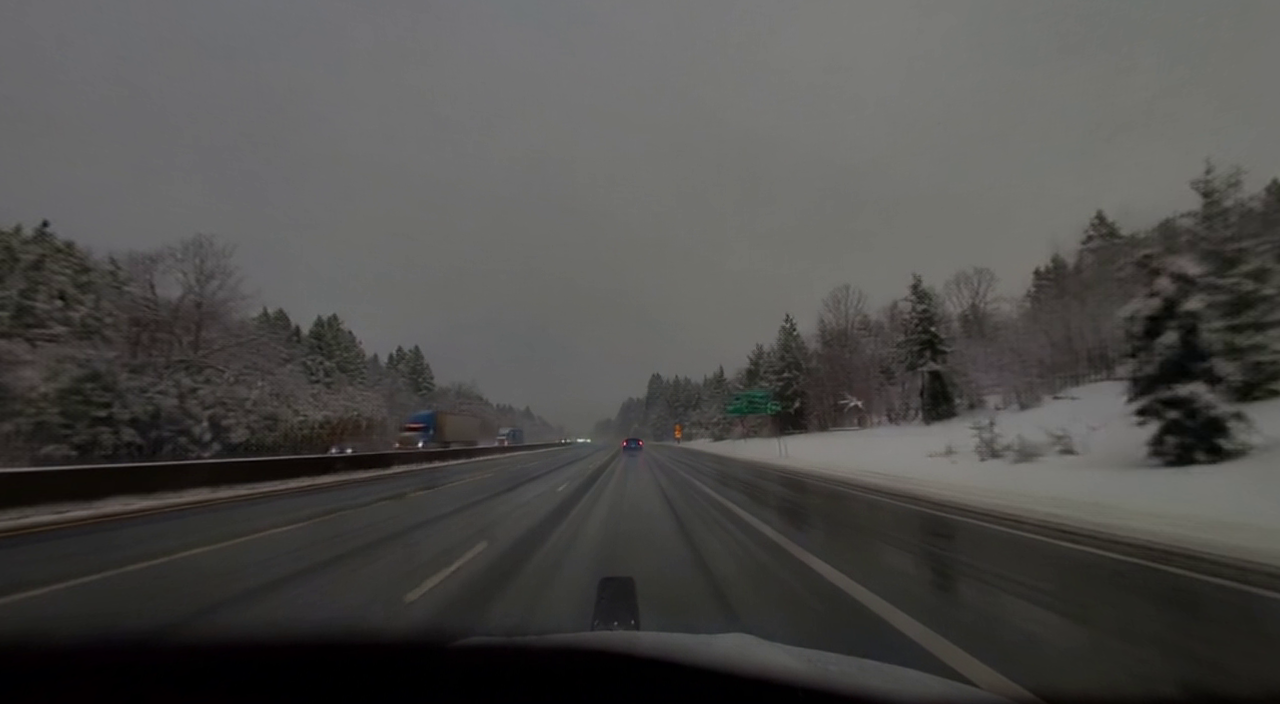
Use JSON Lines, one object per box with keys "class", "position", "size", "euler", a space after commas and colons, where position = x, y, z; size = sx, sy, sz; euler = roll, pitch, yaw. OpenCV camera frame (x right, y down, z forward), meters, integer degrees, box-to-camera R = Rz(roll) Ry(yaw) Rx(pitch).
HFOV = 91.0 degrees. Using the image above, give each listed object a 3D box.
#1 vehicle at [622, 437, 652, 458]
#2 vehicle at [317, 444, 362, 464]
{"class": "vehicle", "position": [-0.236, 6.838, 45.143], "size": [2.028, 1.440, 3.690], "euler": [0, -8, -2]}
{"class": "vehicle", "position": [-23.075, 7.807, 48.482], "size": [1.735, 1.426, 3.633], "euler": [0, -8, -1]}
